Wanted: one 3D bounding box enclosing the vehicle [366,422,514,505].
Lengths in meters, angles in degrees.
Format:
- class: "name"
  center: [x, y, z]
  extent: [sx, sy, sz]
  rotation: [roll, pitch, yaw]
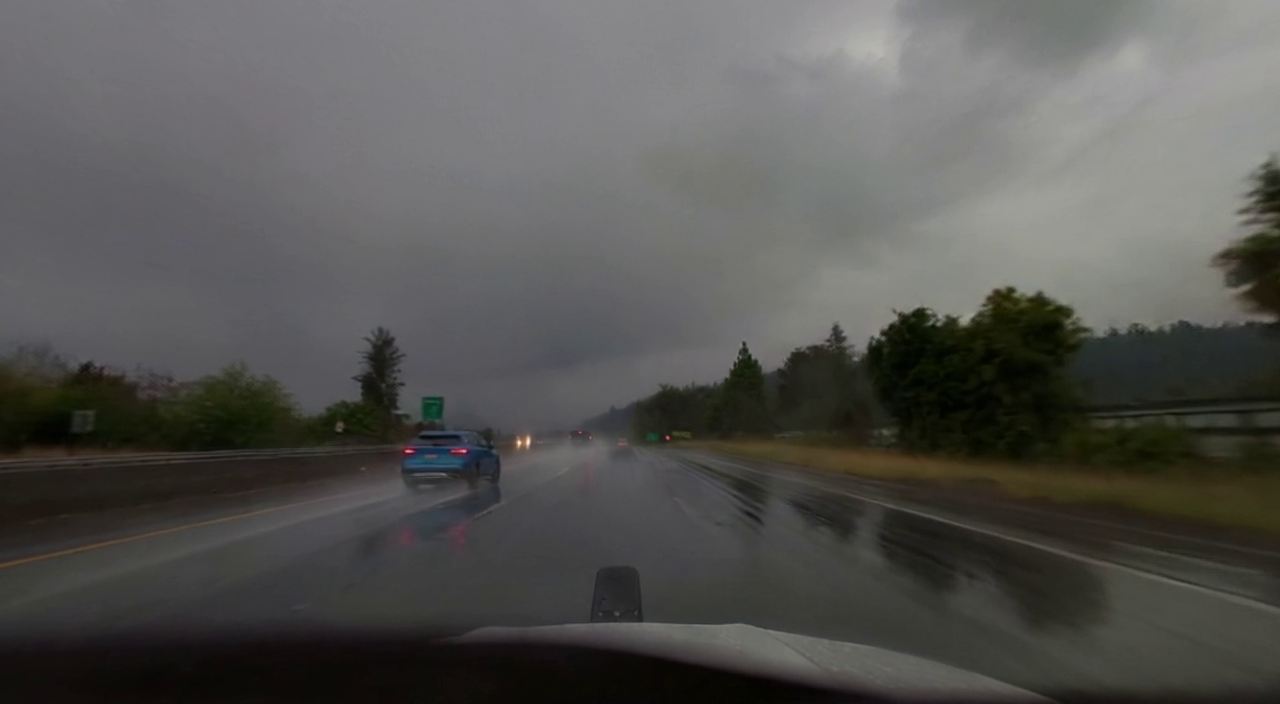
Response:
- class: "vehicle"
  center: [-4.446, 2.536, 14.867]
  extent: [2.070, 1.647, 4.577]
  rotation: [0, -8, -1]
